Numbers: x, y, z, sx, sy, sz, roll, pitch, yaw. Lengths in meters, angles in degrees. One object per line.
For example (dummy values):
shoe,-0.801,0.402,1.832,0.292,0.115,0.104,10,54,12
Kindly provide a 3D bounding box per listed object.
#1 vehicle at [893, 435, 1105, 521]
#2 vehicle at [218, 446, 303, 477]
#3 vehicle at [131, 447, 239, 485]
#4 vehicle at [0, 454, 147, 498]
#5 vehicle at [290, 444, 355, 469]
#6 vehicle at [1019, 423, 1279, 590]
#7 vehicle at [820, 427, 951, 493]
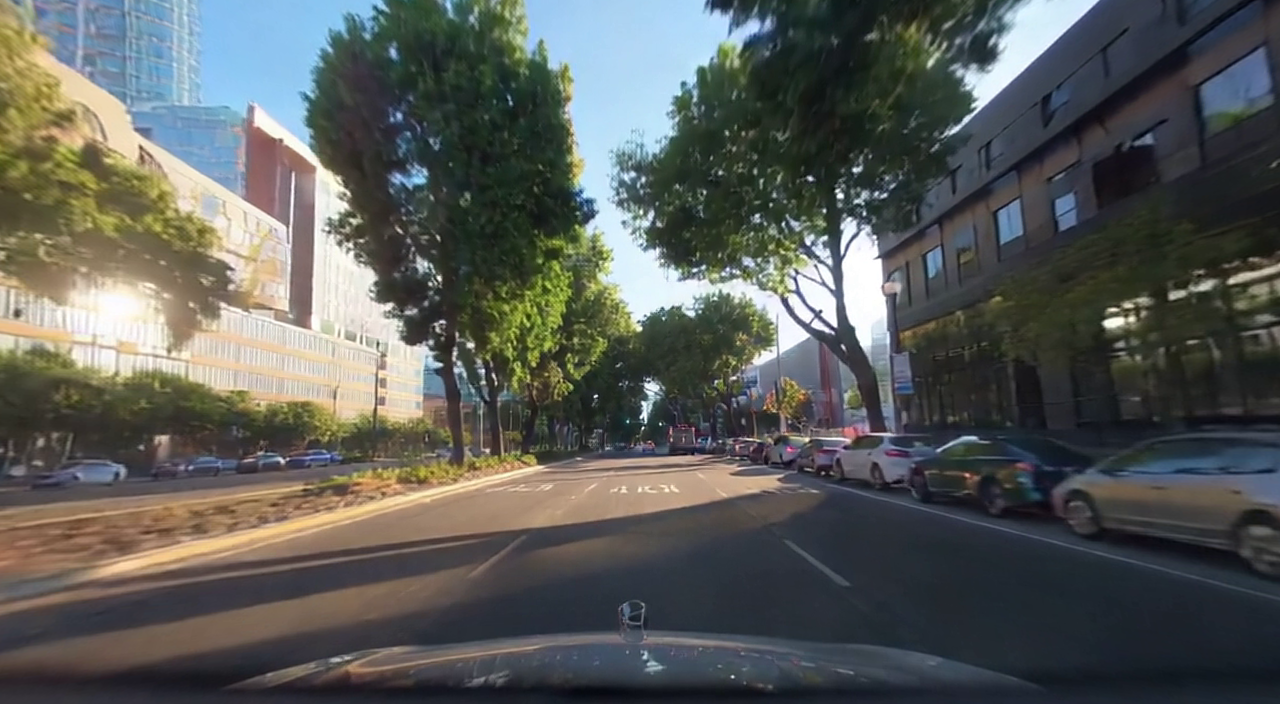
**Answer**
vehicle,7.179,2.532,13.298,1.788,1.475,4.493,0,-8,-1
vehicle,-21.785,6.273,36.472,1.827,1.518,4.870,-3,-8,2
vehicle,-22.090,5.518,30.865,1.990,1.525,4.387,-5,-8,1
vehicle,-22.021,4.749,24.570,1.795,1.415,4.664,-3,-8,1
vehicle,-21.630,7.131,43.174,1.936,1.538,4.777,-2,-8,0
vehicle,7.074,1.751,7.872,1.964,1.559,4.533,1,-8,2
vehicle,7.126,3.194,18.993,1.963,1.701,5.028,0,-8,1
